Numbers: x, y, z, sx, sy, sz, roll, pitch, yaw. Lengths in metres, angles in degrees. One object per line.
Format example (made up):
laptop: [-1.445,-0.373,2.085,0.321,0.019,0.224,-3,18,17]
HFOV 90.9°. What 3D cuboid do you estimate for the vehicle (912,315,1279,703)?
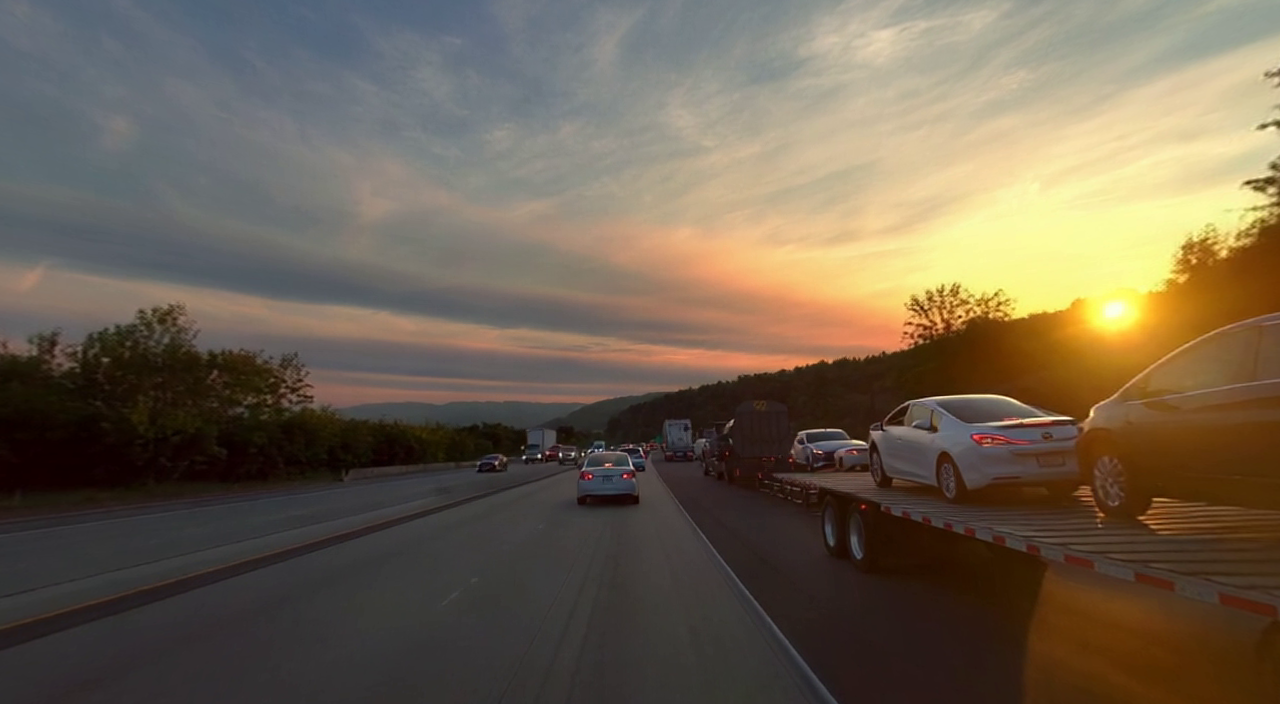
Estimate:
vehicle: [3.482,0.911,3.452,1.959,1.783,4.407,0,-9,0]

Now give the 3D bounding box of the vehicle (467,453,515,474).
vehicle: [-11.580,8.720,49.375,2.431,1.508,4.935,0,-9,1]

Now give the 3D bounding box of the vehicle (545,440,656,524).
vehicle: [-0.695,2.627,13.183,1.991,1.466,3.675,0,-9,0]

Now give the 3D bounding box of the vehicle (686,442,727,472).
vehicle: [3.887,6.210,37.473,1.938,1.660,4.223,0,-9,-1]

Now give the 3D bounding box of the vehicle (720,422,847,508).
vehicle: [3.429,2.812,15.991,2.303,1.889,3.920,0,-9,0]
